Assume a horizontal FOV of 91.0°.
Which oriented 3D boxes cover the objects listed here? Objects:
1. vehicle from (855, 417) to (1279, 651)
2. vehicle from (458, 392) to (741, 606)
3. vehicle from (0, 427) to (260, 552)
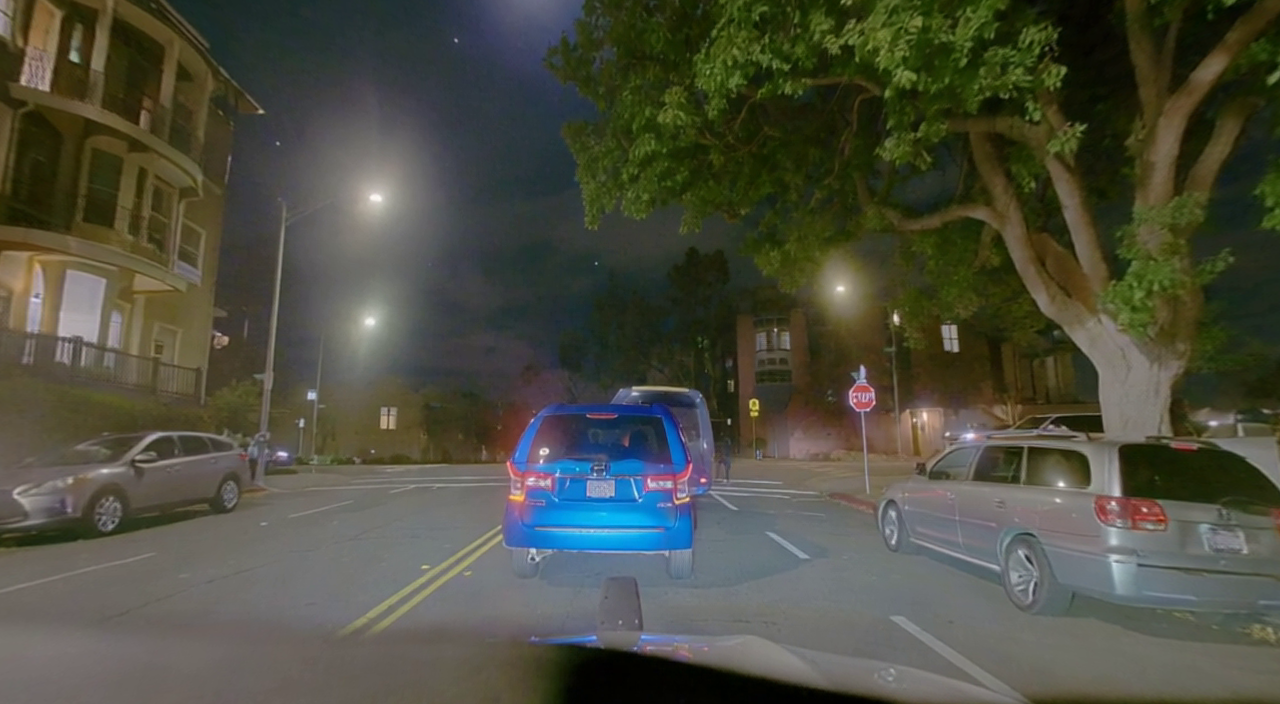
[{"bbox_3d":[4.219,1.678,6.904,1.959,1.581,4.731,4,-9,-2],"label":"vehicle"},{"bbox_3d":[-0.349,1.583,7.705,2.377,1.787,4.652,0,-8,0],"label":"vehicle"},{"bbox_3d":[-8.291,2.017,10.053,1.825,1.532,4.083,-3,-7,2],"label":"vehicle"}]
